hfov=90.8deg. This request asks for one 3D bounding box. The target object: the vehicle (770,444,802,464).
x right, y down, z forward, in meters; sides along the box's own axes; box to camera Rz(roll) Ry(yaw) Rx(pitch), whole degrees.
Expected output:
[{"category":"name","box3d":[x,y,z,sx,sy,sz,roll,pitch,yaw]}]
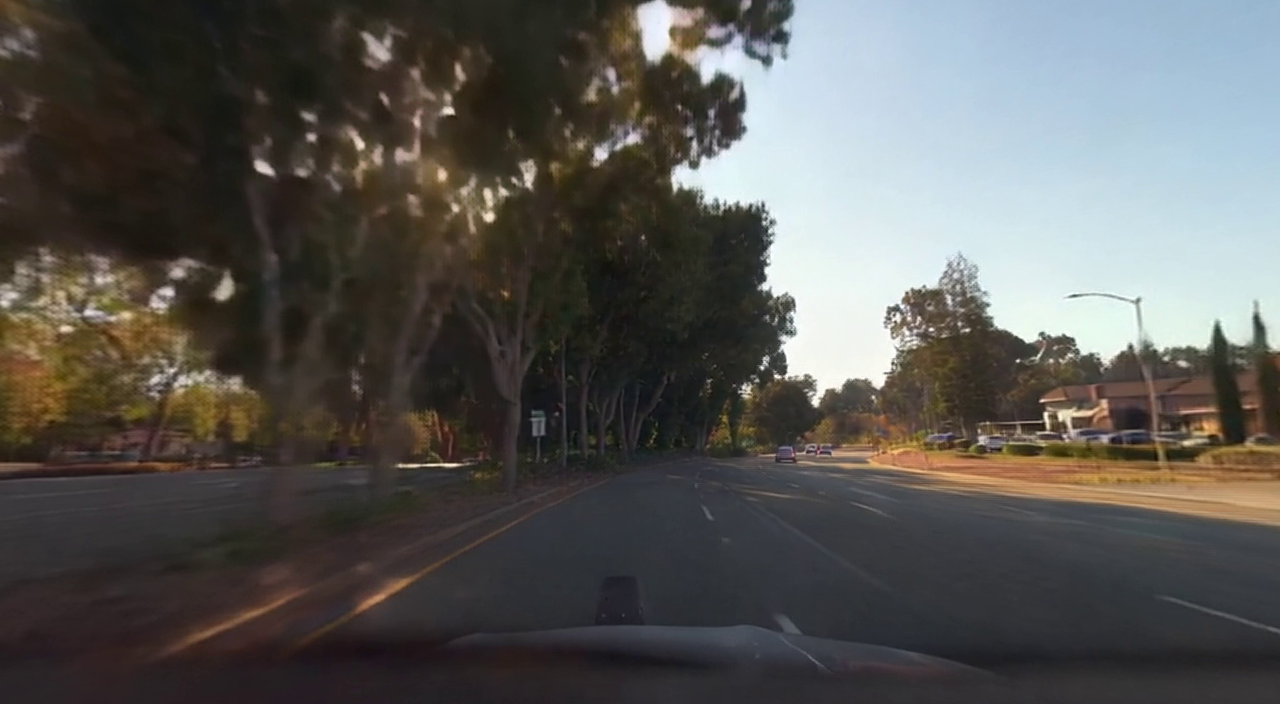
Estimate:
[{"category":"vehicle","box3d":[11.019,7.709,47.957,1.988,1.460,3.996,-1,-9,8]}]
